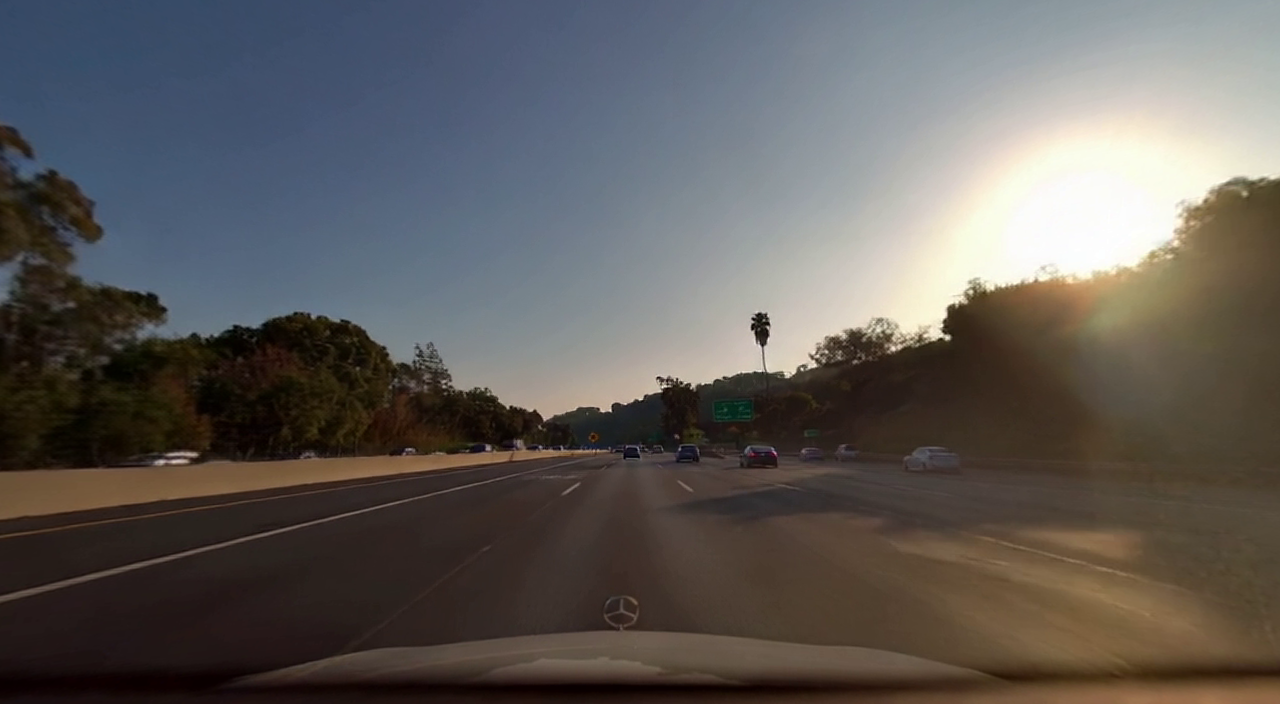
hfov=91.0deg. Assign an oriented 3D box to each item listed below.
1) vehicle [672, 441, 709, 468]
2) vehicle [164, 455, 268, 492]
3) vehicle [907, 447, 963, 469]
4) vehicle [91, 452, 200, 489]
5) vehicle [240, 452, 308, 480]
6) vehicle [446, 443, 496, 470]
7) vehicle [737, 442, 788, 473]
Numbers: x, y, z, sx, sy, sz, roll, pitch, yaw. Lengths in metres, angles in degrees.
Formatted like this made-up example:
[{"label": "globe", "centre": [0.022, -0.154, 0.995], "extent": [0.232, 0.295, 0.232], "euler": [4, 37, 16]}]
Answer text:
[{"label": "vehicle", "centre": [3.333, 6.833, 42.052], "extent": [2.035, 1.704, 3.867], "euler": [0, -8, -1]}, {"label": "vehicle", "centre": [-19.857, 5.669, 29.741], "extent": [1.715, 1.478, 4.670], "euler": [0, -8, -1]}, {"label": "vehicle", "centre": [20.323, 7.294, 43.577], "extent": [1.774, 1.457, 4.653], "euler": [0, -8, 2]}, {"label": "vehicle", "centre": [-28.180, 6.751, 36.139], "extent": [2.257, 1.886, 4.899], "euler": [0, -8, 0]}, {"label": "vehicle", "centre": [-24.137, 7.505, 41.738], "extent": [1.914, 1.698, 4.353], "euler": [0, -8, -1]}, {"label": "vehicle", "centre": [-12.828, 7.946, 48.164], "extent": [2.256, 1.886, 5.220], "euler": [0, -8, 1]}, {"label": "vehicle", "centre": [6.777, 5.872, 35.318], "extent": [1.902, 1.623, 4.360], "euler": [0, -8, -1]}]
